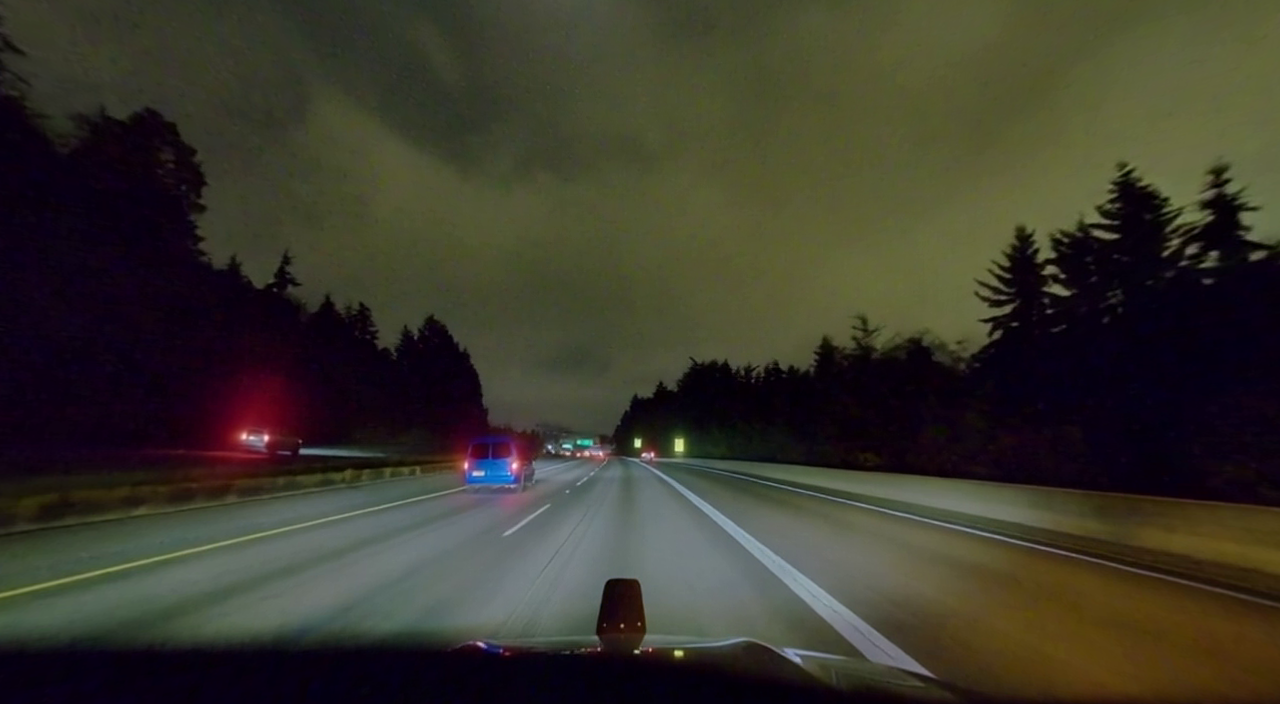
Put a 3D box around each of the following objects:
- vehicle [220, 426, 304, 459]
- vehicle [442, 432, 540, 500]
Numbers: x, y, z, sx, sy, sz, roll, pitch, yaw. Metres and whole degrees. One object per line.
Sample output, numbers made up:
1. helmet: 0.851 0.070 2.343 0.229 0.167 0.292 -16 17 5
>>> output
1. vehicle: -18.550 4.494 31.096 1.879 1.492 3.607 0 -9 0
2. vehicle: -4.349 3.402 19.157 1.971 1.795 4.389 0 -9 -1
